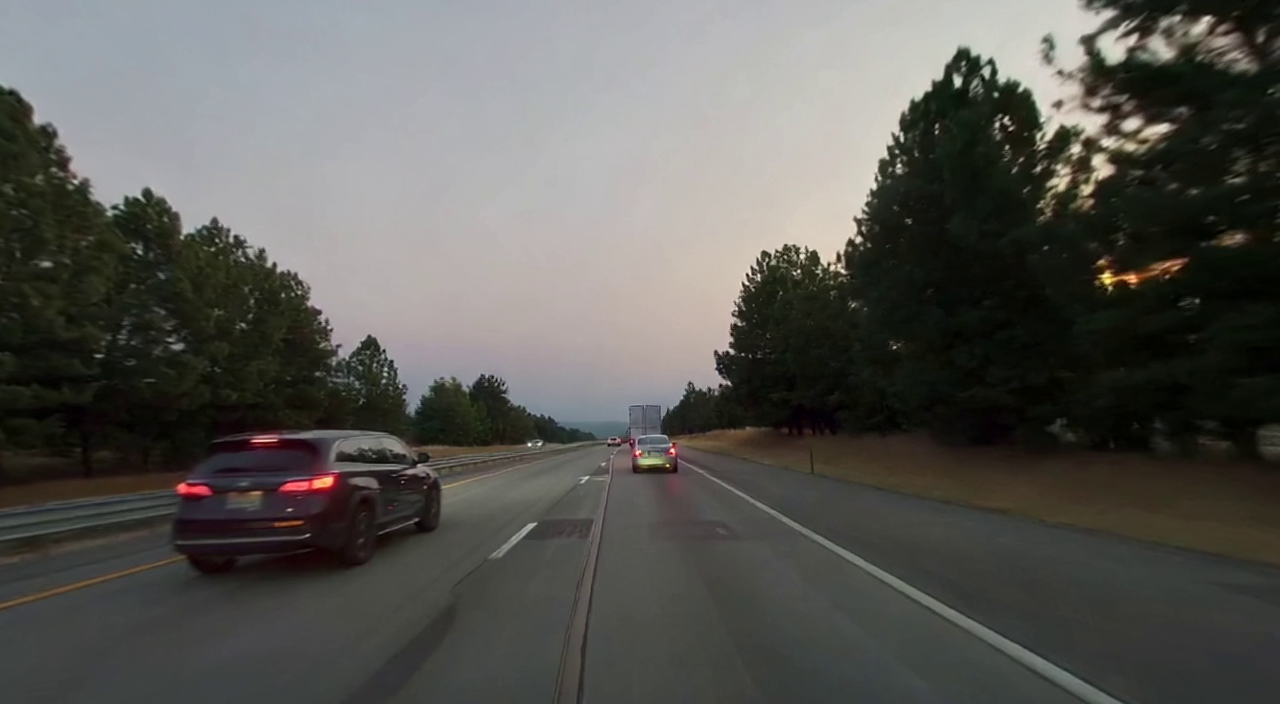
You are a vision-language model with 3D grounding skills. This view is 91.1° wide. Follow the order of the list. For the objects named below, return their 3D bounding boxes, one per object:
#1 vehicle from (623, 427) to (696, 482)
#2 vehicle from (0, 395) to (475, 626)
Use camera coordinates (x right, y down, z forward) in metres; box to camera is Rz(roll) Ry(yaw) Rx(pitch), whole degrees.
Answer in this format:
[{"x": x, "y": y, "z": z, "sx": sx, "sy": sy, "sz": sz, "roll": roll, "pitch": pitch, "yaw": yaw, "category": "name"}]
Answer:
[{"x": 0.523, "y": 3.204, "z": 20.012, "sx": 2.072, "sy": 1.534, "sz": 4.300, "roll": 0, "pitch": -8, "yaw": 0, "category": "vehicle"}, {"x": -3.598, "y": 1.453, "z": 6.967, "sx": 2.192, "sy": 1.623, "sz": 4.887, "roll": 0, "pitch": -8, "yaw": 0, "category": "vehicle"}]
